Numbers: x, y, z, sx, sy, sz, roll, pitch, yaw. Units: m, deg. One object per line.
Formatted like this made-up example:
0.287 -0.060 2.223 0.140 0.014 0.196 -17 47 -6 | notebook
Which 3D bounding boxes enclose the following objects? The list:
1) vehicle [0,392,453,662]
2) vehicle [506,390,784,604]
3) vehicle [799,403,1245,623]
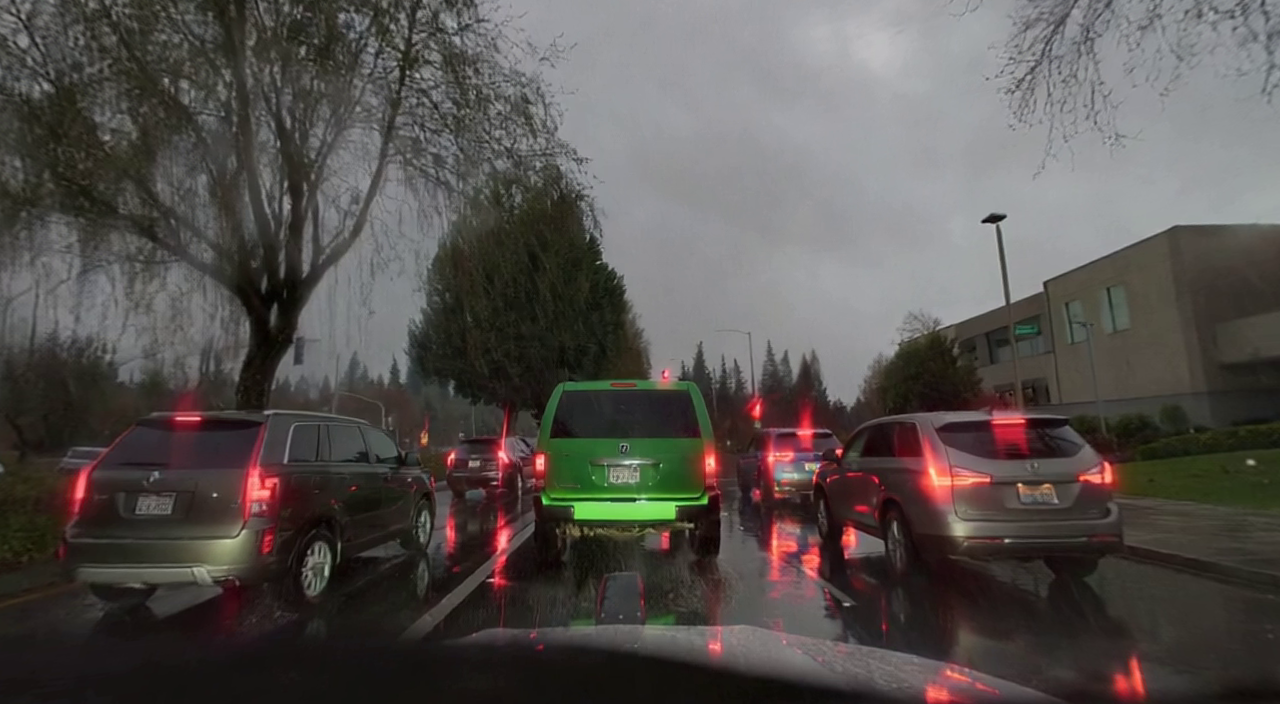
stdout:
-3.375 1.373 5.967 1.961 1.639 4.064 0 -9 0 | vehicle
0.020 1.489 7.248 2.294 1.761 3.857 0 -9 -1 | vehicle
3.476 1.551 7.044 2.202 1.657 4.298 0 -9 -1 | vehicle
